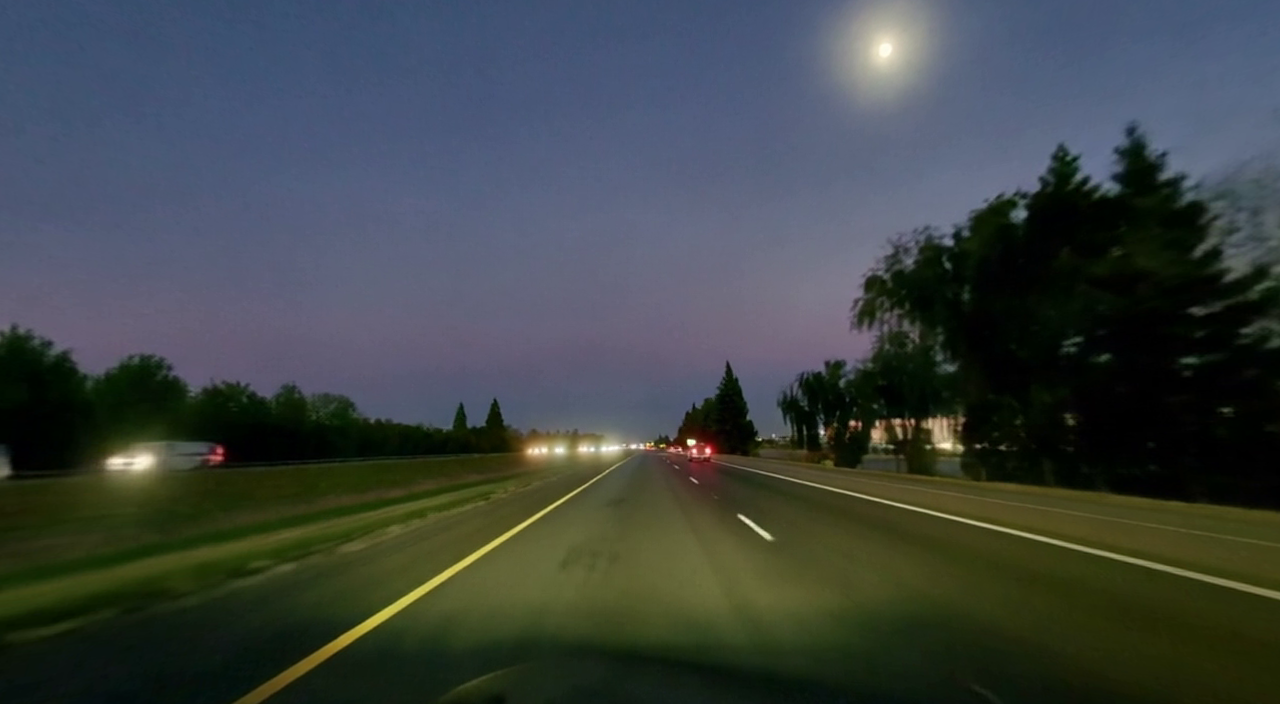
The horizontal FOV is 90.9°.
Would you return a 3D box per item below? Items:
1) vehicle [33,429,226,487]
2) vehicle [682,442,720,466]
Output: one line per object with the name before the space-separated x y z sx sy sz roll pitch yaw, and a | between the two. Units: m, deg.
vehicle | -32.132 6.710 40.719 3.221 3.202 10.943 0 -8 0
vehicle | 3.952 6.719 41.772 2.062 1.518 4.026 0 -8 -1
